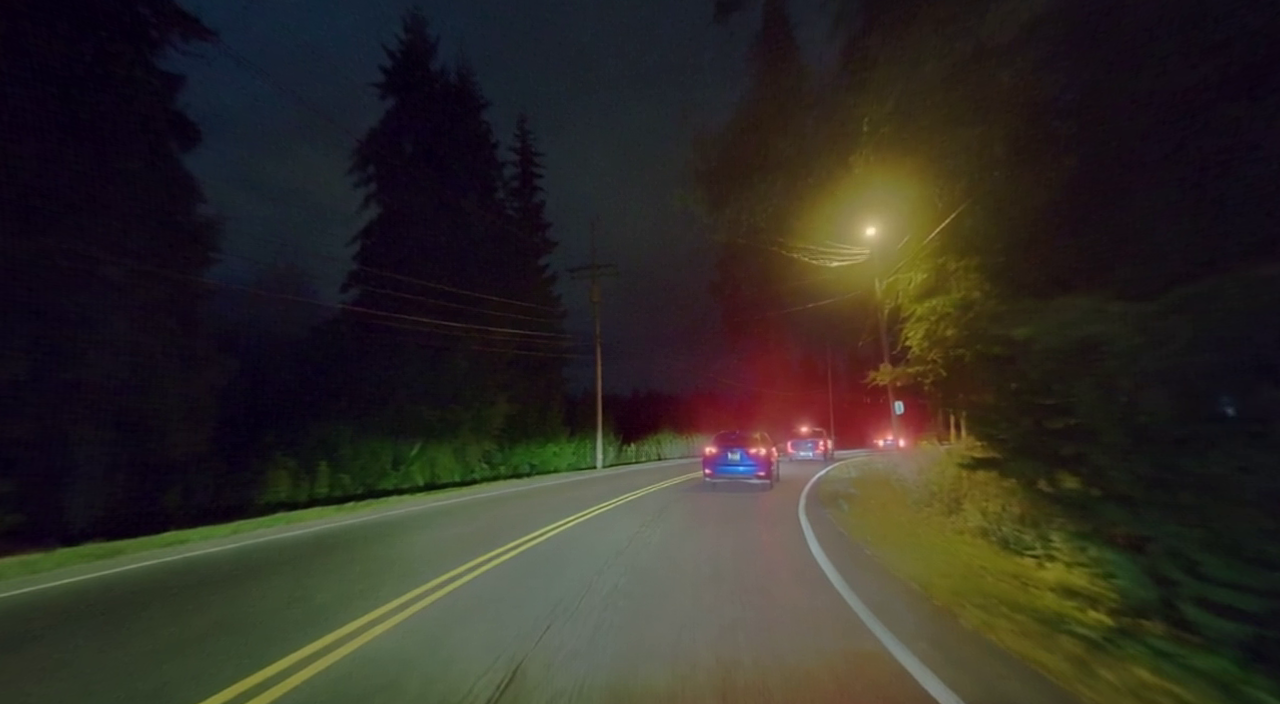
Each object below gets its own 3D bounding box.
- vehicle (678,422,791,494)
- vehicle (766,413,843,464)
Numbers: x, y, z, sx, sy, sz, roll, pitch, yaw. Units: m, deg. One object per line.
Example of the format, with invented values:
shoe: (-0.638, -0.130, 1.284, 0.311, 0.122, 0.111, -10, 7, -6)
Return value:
vehicle: (2.597, 2.701, 16.398, 2.157, 1.565, 4.243, -3, -9, 18)
vehicle: (7.988, 4.149, 30.119, 2.376, 2.145, 5.953, -4, -9, 26)
